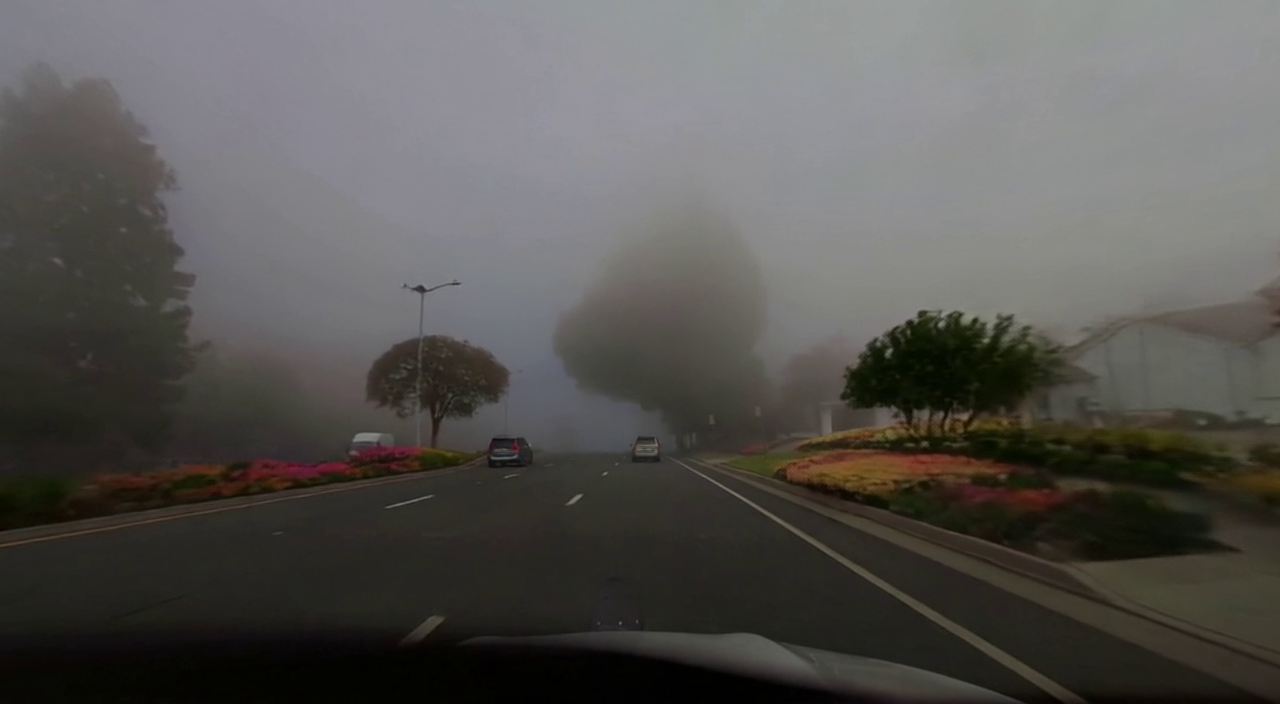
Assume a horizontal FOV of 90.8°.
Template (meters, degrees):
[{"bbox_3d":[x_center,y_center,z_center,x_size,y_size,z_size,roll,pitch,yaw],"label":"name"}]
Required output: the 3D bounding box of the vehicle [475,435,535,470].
[{"bbox_3d":[-6.757,5.112,32.226,1.993,1.657,4.487,0,-8,1],"label":"vehicle"}]

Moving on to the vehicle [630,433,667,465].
[{"bbox_3d":[0.508,5.726,37.393,2.070,1.764,4.552,0,-8,1],"label":"vehicle"}]
